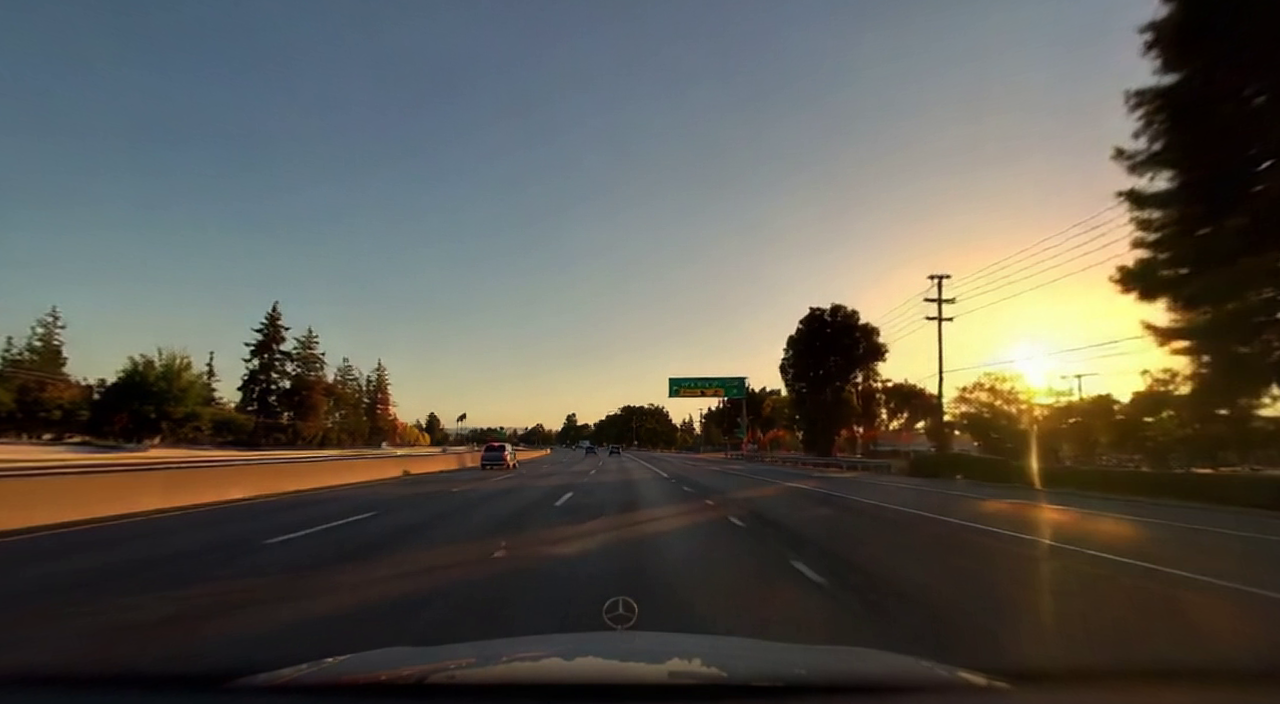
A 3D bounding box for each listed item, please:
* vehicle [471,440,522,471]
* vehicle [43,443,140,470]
[{"bbox_3d":[-8.379,6.081,37.249,2.053,1.682,4.423,0,-8,-1],"label":"vehicle"},{"bbox_3d":[-33.014,6.280,38.228,1.885,1.523,4.492,0,-8,-2],"label":"vehicle"}]
